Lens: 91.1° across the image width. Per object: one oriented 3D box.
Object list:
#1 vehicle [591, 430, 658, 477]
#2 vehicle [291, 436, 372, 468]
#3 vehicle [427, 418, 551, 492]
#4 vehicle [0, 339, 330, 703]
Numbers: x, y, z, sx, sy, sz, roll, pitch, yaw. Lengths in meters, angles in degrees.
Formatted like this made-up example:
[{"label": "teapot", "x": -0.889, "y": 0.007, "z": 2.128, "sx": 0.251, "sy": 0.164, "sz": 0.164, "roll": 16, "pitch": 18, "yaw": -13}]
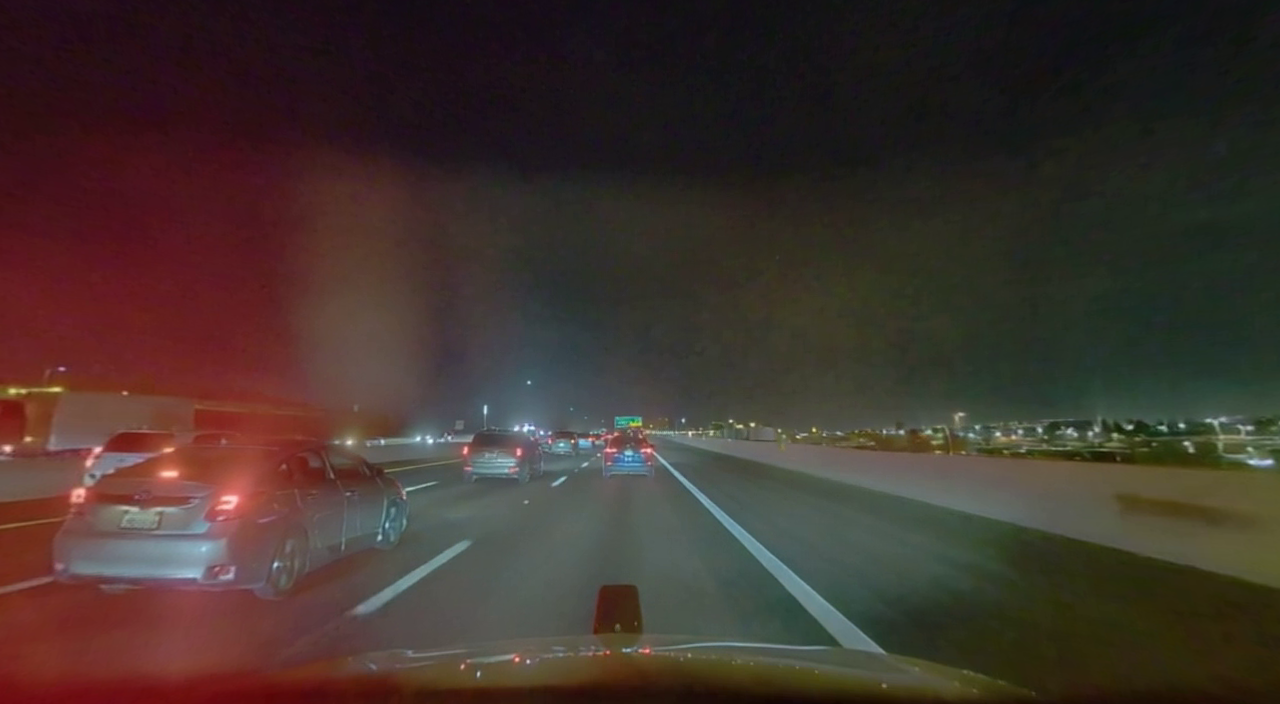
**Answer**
[{"label": "vehicle", "x": -0.501, "y": 3.404, "z": 21.438, "sx": 2.070, "sy": 1.452, "sz": 3.834, "roll": 0, "pitch": -8, "yaw": -1}, {"label": "vehicle", "x": -15.343, "y": 4.954, "z": 31.580, "sx": 1.892, "sy": 1.467, "sz": 4.376, "roll": 0, "pitch": -8, "yaw": -1}, {"label": "vehicle", "x": -3.854, "y": 2.712, "z": 16.996, "sx": 2.154, "sy": 1.690, "sz": 4.595, "roll": 0, "pitch": -8, "yaw": 1}, {"label": "vehicle", "x": -3.824, "y": 0.900, "z": 3.408, "sx": 2.107, "sy": 1.703, "sz": 4.274, "roll": 0, "pitch": -8, "yaw": 0}]
